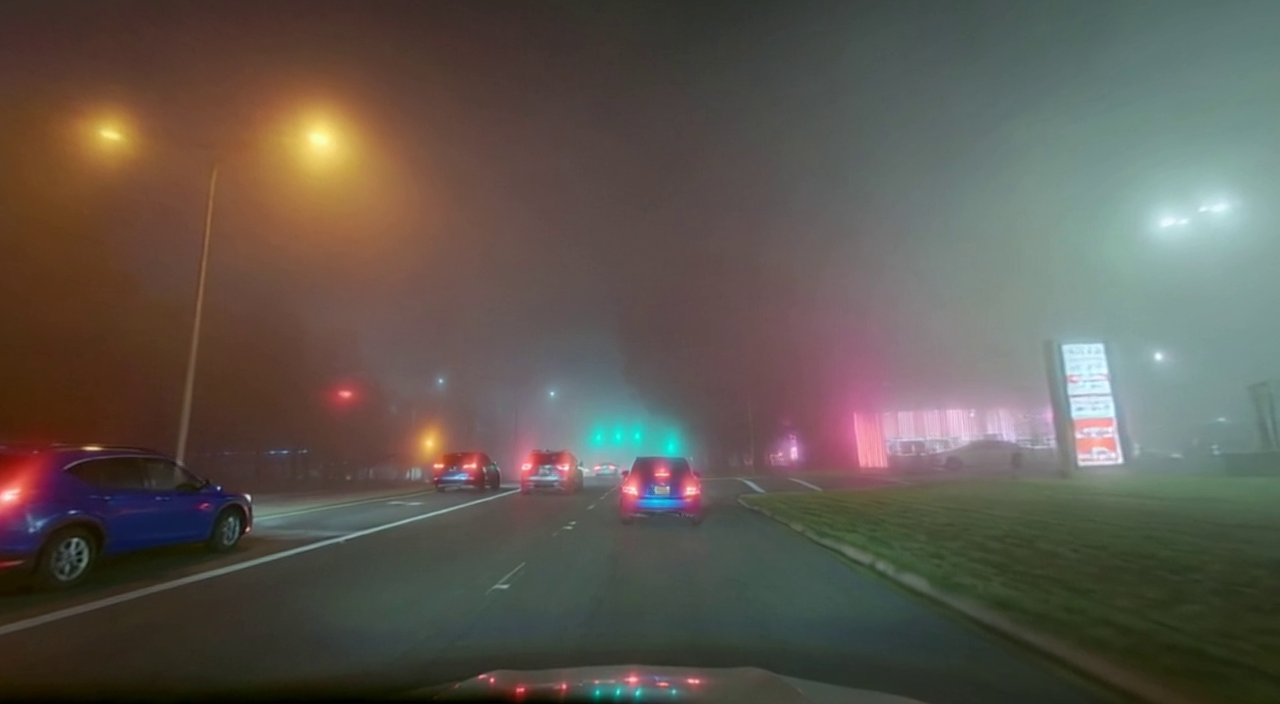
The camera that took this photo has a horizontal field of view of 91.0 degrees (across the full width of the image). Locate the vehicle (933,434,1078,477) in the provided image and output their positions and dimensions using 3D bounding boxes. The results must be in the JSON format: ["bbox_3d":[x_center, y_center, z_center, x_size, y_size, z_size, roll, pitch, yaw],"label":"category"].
[{"bbox_3d":[18.215,5.144,31.607,5.852,1.962,2.323,-8,-11,41],"label":"vehicle"}]

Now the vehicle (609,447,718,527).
[{"bbox_3d":[0.491,2.903,14.155,2.091,1.494,3.962,0,-9,1],"label":"vehicle"}]

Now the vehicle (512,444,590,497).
[{"bbox_3d":[-3.145,4.306,23.332,2.055,1.725,4.732,0,-9,2],"label":"vehicle"}]

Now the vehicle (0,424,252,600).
[{"bbox_3d":[-7.058,1.761,7.593,1.968,1.657,4.230,0,-9,1],"label":"vehicle"}]

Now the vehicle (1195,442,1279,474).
[{"bbox_3d":[30.468,5.215,31.128,1.757,1.496,4.200,8,-11,-42],"label":"vehicle"}]

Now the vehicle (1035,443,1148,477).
[{"bbox_3d":[22.429,5.384,31.407,4.220,1.550,1.935,-9,-13,43],"label":"vehicle"}]

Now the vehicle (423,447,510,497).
[{"bbox_3d":[-6.731,4.655,24.993,2.032,1.767,4.549,0,-9,1],"label":"vehicle"}]
